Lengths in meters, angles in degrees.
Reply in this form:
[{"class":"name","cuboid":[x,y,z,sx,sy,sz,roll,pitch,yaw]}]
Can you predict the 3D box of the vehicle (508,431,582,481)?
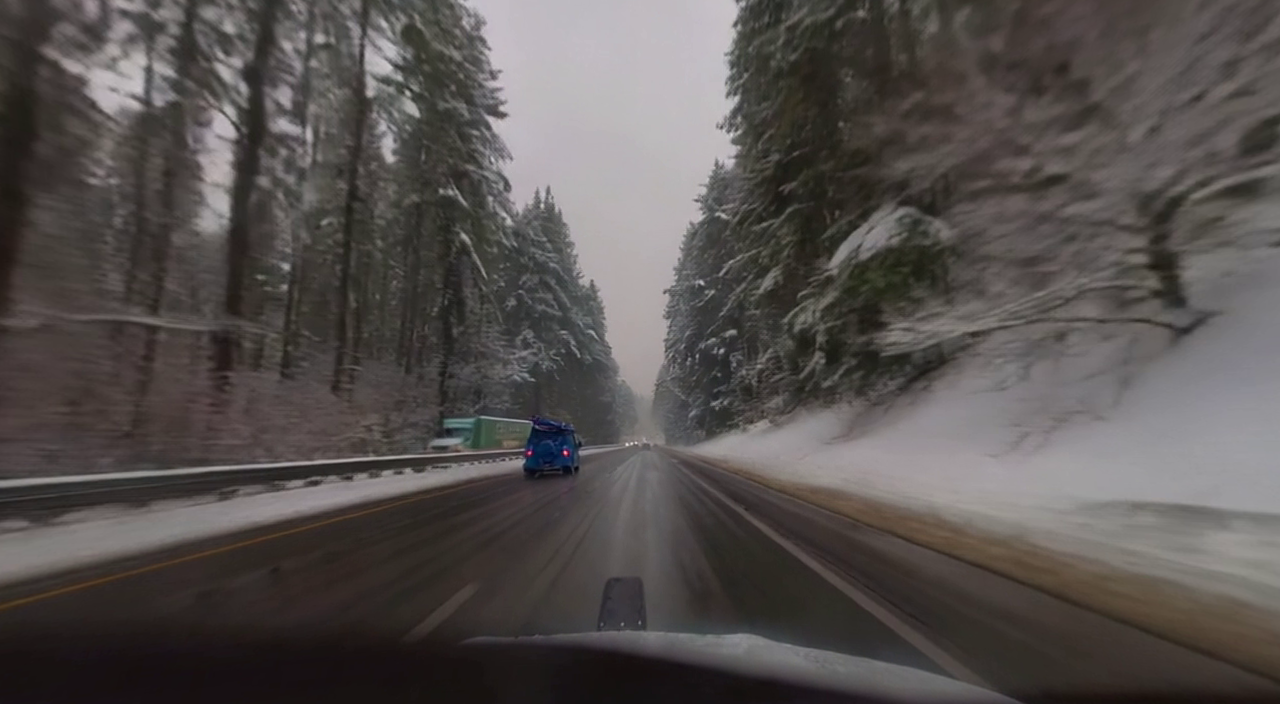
[{"class":"vehicle","cuboid":[-3.583,4.024,24.625,2.084,1.752,4.479,-1,-8,2]}]
